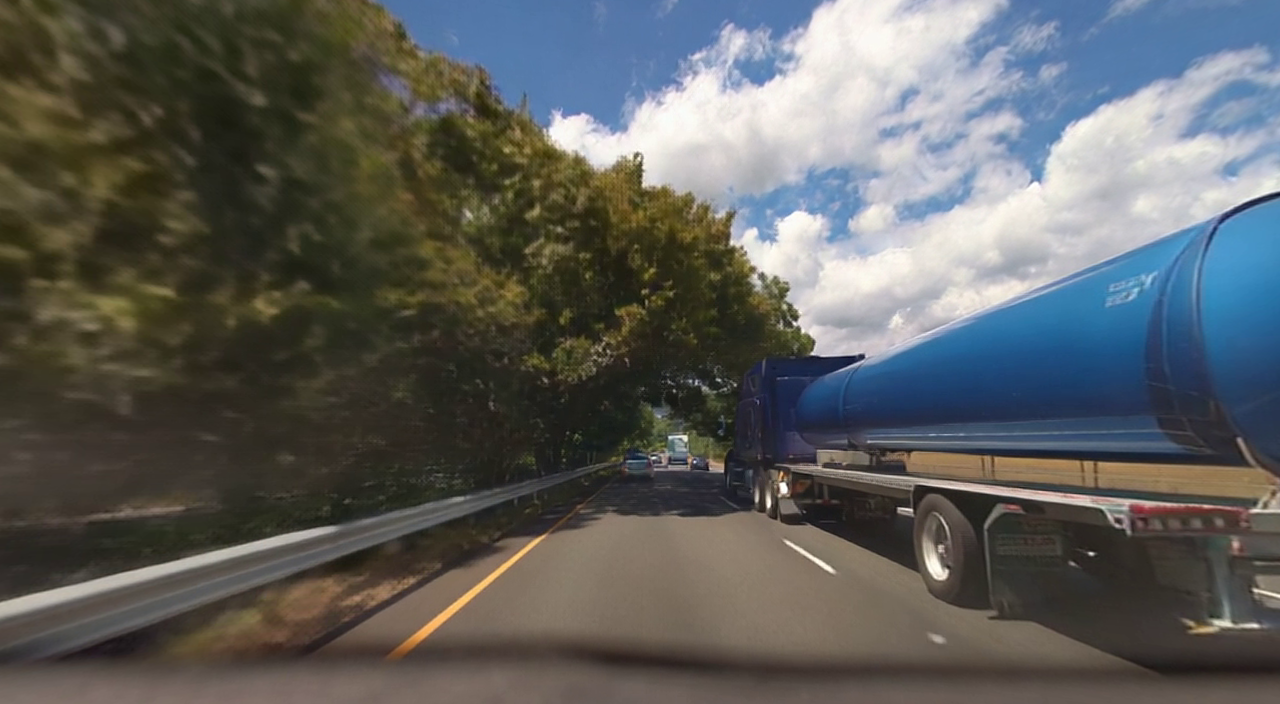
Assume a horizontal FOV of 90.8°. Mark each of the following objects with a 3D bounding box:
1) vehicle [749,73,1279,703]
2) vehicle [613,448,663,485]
[{"bbox_3d":[3.962,1.002,9.081,2.694,3.453,11.641,0,-9,0],"label":"vehicle"},{"bbox_3d":[-0.092,4.926,27.480,2.003,1.490,3.636,0,-9,0],"label":"vehicle"}]
